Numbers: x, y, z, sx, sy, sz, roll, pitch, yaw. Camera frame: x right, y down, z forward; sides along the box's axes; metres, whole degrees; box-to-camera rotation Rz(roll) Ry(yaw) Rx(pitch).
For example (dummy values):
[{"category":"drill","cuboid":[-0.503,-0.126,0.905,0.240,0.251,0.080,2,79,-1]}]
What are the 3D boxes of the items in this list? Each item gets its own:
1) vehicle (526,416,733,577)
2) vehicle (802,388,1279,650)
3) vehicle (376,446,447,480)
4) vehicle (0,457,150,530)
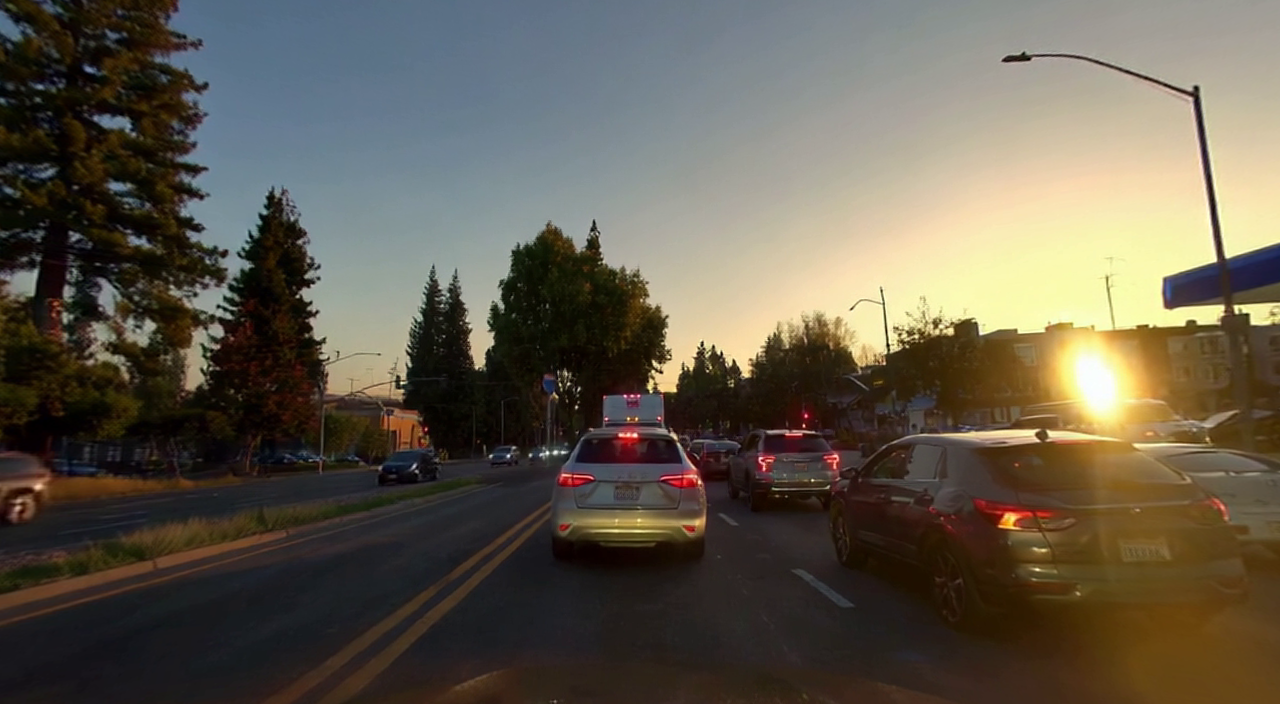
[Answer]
[{"category":"vehicle","cuboid":[-0.151,1.761,8.387,2.106,1.613,3.697,0,-9,-1]},{"category":"vehicle","cuboid":[3.365,1.422,6.439,2.056,1.700,4.399,0,-9,-3]},{"category":"vehicle","cuboid":[-11.402,5.547,31.863,1.955,1.546,4.232,0,-9,1]},{"category":"vehicle","cuboid":[-14.681,3.335,15.299,2.011,1.465,4.528,0,-9,0]}]
